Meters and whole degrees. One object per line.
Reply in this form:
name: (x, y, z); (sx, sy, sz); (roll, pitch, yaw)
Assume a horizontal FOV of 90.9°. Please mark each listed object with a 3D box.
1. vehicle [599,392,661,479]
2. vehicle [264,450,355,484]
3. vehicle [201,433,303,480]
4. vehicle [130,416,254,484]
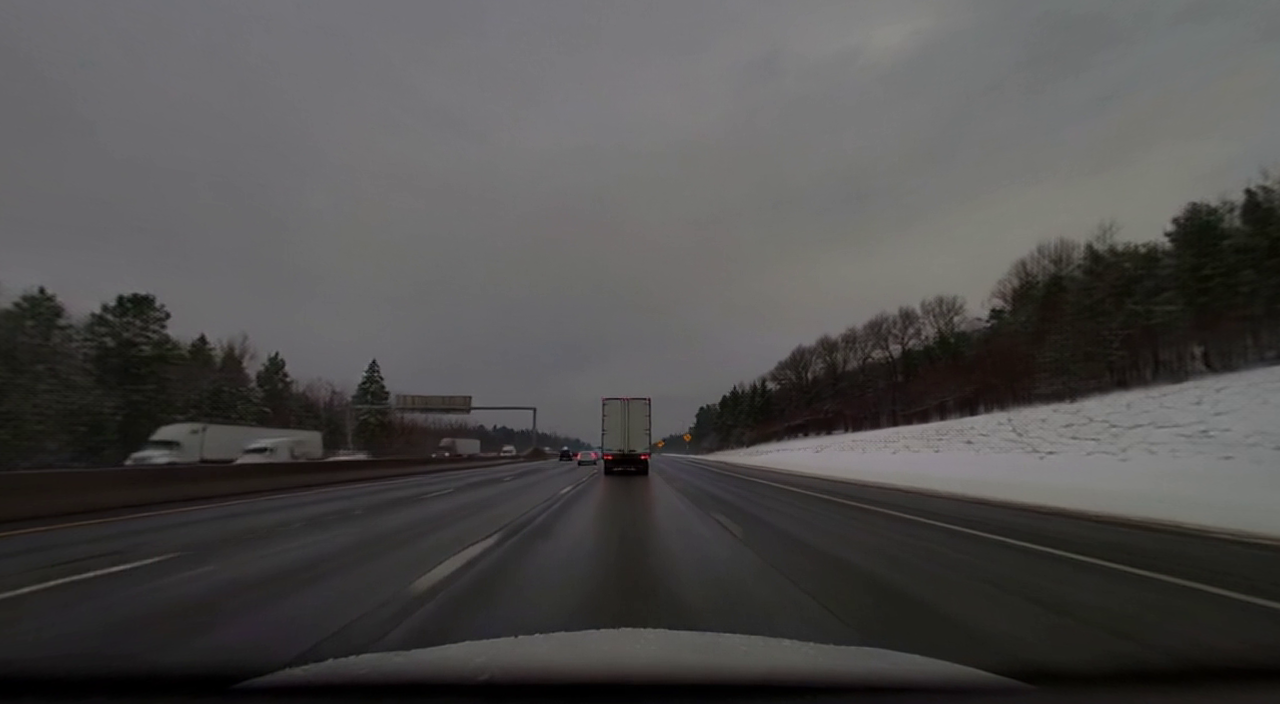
vehicle: (-0.675, 4.857, 35.633); (2.875, 4.056, 12.312); (0, -9, -2)
vehicle: (-15.216, 5.293, 29.300); (1.964, 1.411, 4.245); (0, -9, -1)
vehicle: (-22.635, 6.125, 37.117); (2.308, 2.558, 5.787); (0, -9, -1)
vehicle: (-27.041, 5.983, 38.489); (2.987, 3.744, 6.096); (0, -9, -1)
